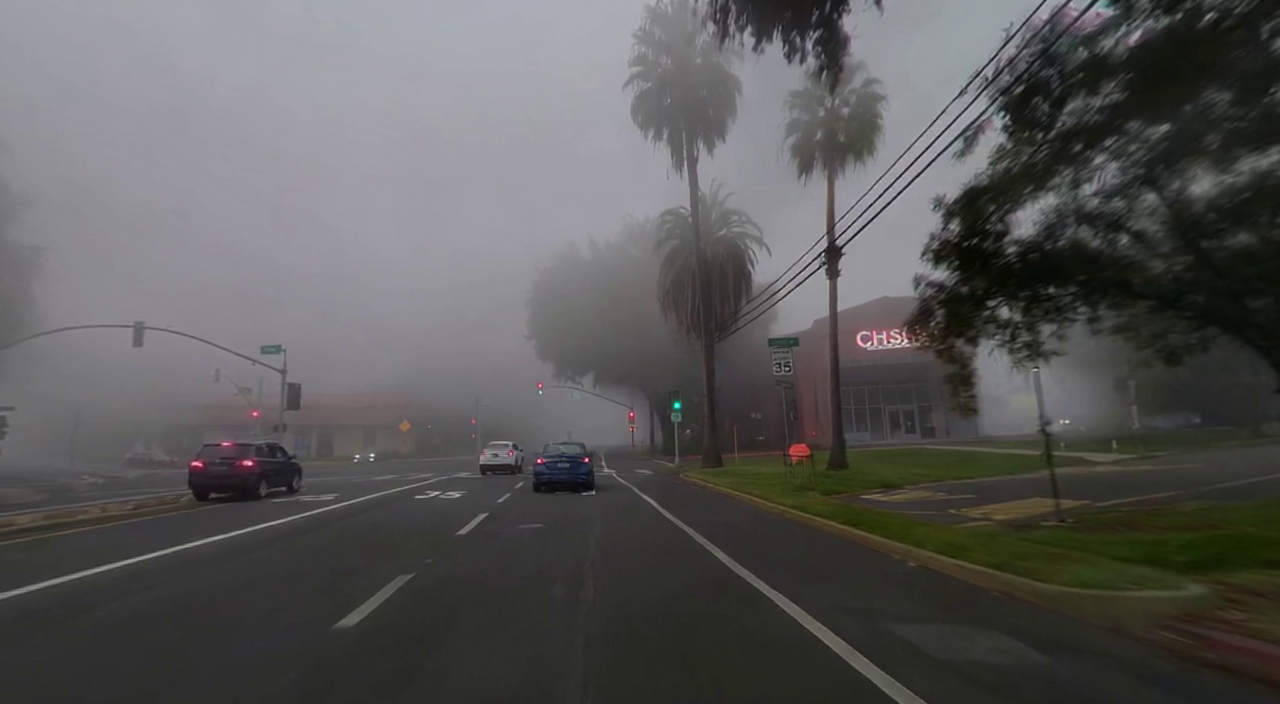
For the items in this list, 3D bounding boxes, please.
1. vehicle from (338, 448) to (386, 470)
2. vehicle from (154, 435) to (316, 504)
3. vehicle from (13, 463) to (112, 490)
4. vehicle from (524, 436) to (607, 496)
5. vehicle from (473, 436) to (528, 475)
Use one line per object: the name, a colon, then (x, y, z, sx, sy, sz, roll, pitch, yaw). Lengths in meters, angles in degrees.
vehicle: (-20.461, 7.893, 46.708, 1.879, 1.496, 4.510, 0, -9, -5)
vehicle: (-12.146, 3.524, 19.449, 2.050, 1.811, 4.752, 0, -8, -4)
vehicle: (-37.377, 8.074, 40.983, 4.276, 1.576, 1.917, 1, -9, -7)
vehicle: (-2.116, 3.189, 18.125, 2.063, 1.474, 4.334, 1, -9, -7)
vehicle: (-6.533, 4.891, 30.039, 2.077, 1.715, 3.903, 1, -9, -6)
